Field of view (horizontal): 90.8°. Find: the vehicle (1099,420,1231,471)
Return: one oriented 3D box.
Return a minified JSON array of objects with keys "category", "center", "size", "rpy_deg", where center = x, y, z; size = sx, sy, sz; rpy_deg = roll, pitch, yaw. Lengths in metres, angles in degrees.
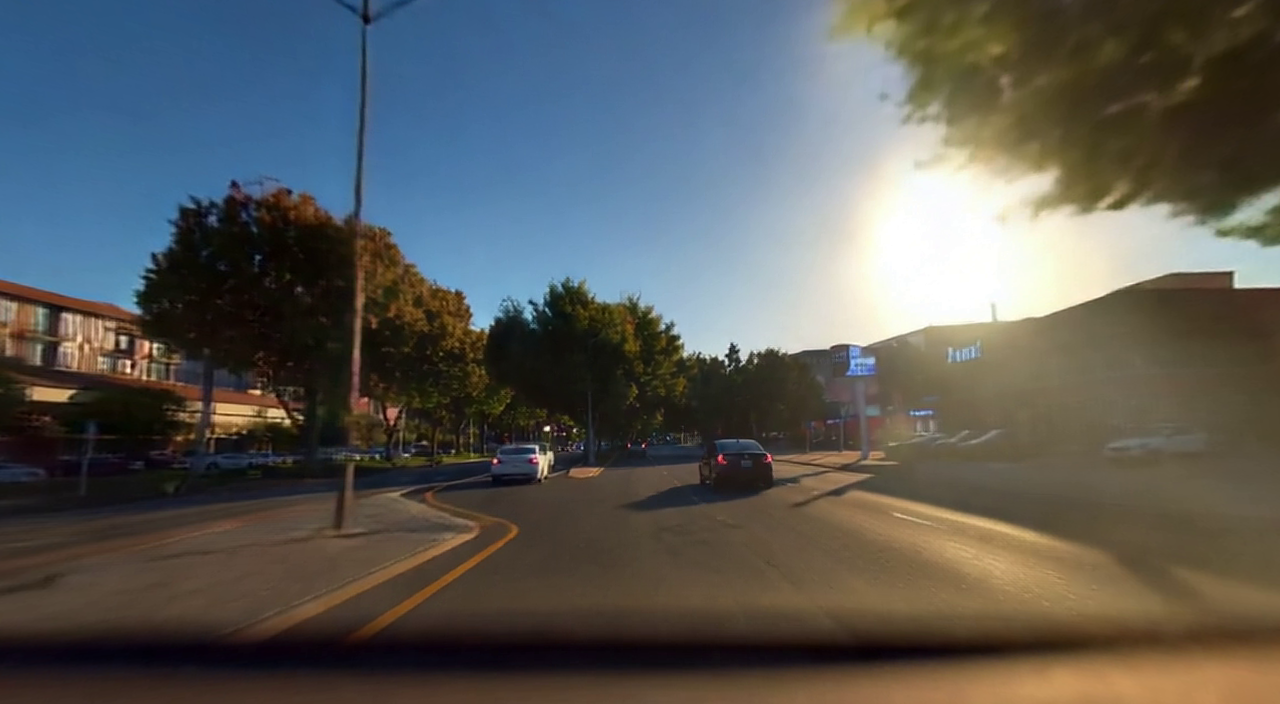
[{"category":"vehicle","center":[18.851,3.343,22.653],"size":[4.524,1.653,2.109],"rpy_deg":[5,-10,-30]}]

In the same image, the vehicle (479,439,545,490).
[{"category":"vehicle","center":[-4.241,3.787,21.474],"size":[1.905,1.471,4.302],"rpy_deg":[-1,-9,-8]}]

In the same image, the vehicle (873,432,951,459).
[{"category":"vehicle","center":[17.543,6.008,40.695],"size":[4.591,1.645,1.914],"rpy_deg":[4,-9,-24]}]

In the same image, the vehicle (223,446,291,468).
[{"category":"vehicle","center":[-30.064,8.253,49.624],"size":[3.990,1.569,2.071],"rpy_deg":[-1,-9,-2]}]

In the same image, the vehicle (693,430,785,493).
[{"category":"vehicle","center":[2.866,3.287,19.275],"size":[1.963,1.677,4.229],"rpy_deg":[0,-8,-2]}]

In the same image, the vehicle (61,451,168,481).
[{"category":"vehicle","center":[-28.341,6.131,34.090],"size":[4.717,1.485,1.926],"rpy_deg":[-2,-9,14]}]

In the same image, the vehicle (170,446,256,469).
[{"category":"vehicle","center":[-29.728,7.324,44.052],"size":[4.500,1.559,2.001],"rpy_deg":[0,-8,1]}]

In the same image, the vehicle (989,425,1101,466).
[{"category":"vehicle","center":[18.156,4.168,28.331],"size":[4.446,1.692,2.184],"rpy_deg":[4,-10,-28]}]
